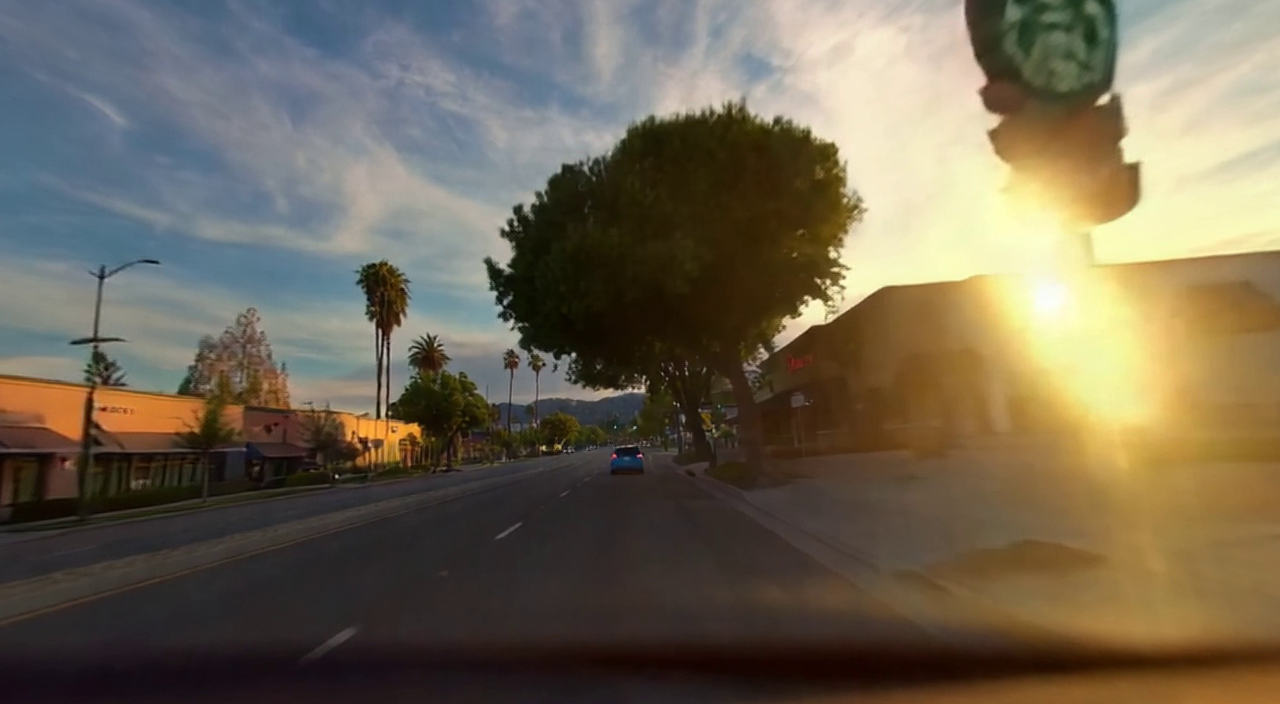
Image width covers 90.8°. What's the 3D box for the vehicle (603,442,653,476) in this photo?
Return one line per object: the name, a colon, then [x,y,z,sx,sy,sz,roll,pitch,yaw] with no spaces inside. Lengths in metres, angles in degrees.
vehicle: [-0.550,4.934,29.542,2.156,1.462,4.495,0,-8,0]
